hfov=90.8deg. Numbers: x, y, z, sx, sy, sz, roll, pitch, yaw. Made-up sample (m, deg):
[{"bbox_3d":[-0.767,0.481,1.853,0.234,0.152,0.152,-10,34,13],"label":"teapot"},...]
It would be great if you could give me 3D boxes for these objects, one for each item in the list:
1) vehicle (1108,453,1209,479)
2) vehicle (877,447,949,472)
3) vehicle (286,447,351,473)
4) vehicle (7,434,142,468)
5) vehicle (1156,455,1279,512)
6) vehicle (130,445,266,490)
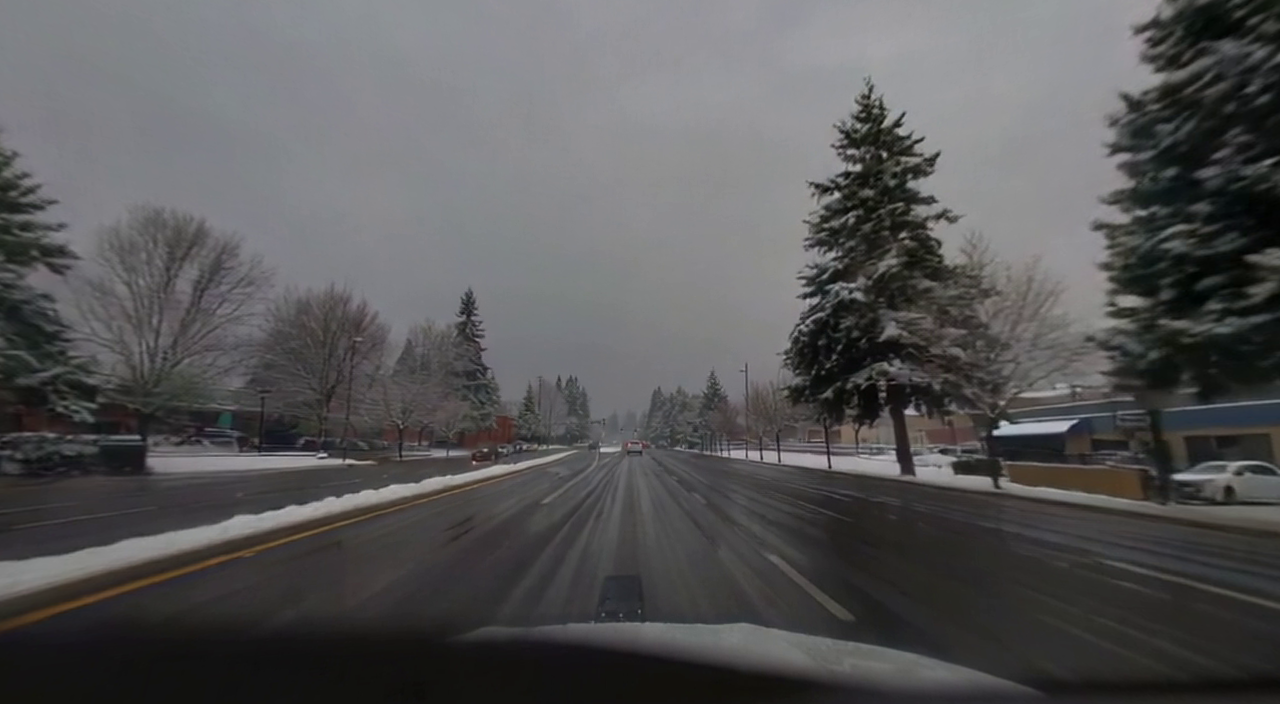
[{"bbox_3d":[32.114,7.055,39.224,4.463,1.490,1.981,-1,-8,2],"label":"vehicle"},{"bbox_3d":[20.485,7.994,47.430,4.573,1.747,2.191,-5,-10,33],"label":"vehicle"},{"bbox_3d":[-19.942,6.697,39.395,1.787,1.437,4.414,0,-8,-1],"label":"vehicle"},{"bbox_3d":[-30.888,5.413,34.748,5.107,1.753,1.963,4,-9,-28],"label":"vehicle"},{"bbox_3d":[19.513,4.133,20.091,4.427,1.640,2.085,0,-8,-3],"label":"vehicle"},{"bbox_3d":[-16.160,4.218,23.448,1.876,1.460,4.433,0,-8,-1],"label":"vehicle"}]
